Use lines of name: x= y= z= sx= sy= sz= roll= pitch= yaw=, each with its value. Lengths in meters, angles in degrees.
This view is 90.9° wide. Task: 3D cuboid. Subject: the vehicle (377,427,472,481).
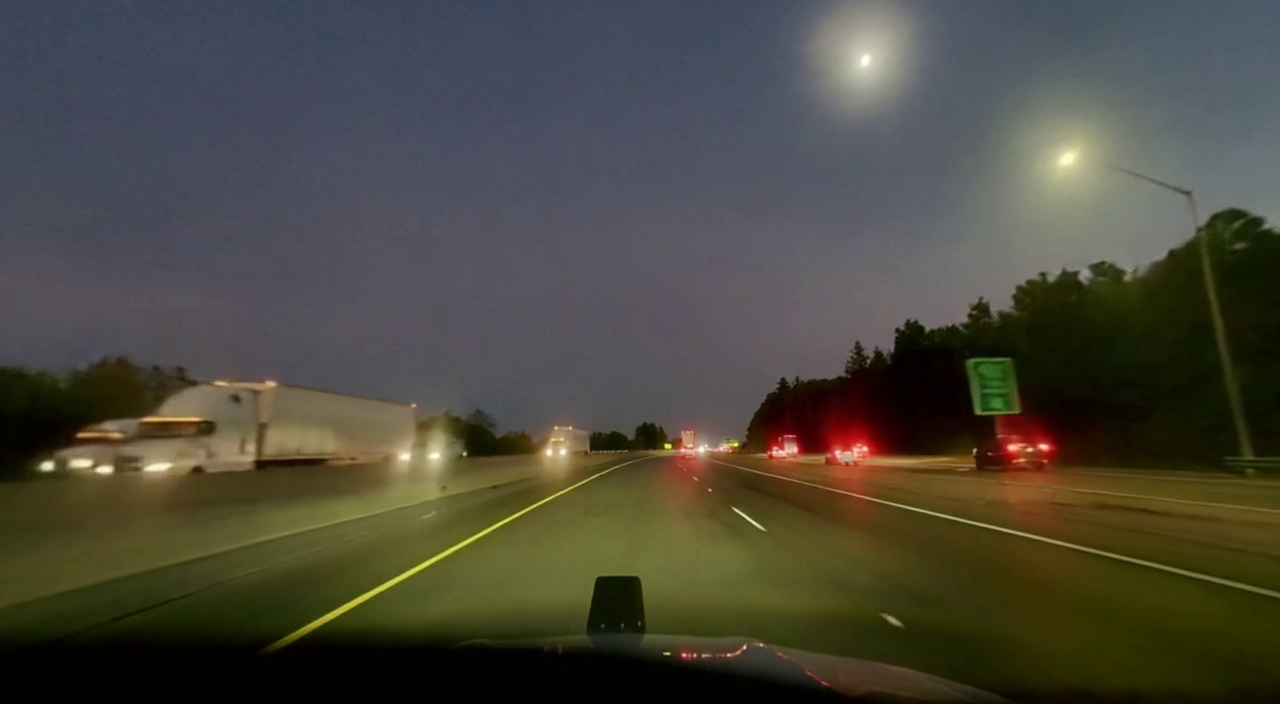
vehicle: x=-10.956 y=5.270 z=32.756 sx=2.432 sy=2.513 sz=6.181 roll=-1 pitch=-9 yaw=3

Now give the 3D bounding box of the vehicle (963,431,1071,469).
vehicle: x=18.770 y=4.922 z=31.628 sx=2.061 sy=1.776 sz=4.476 roll=2 pitch=-9 yaw=-11

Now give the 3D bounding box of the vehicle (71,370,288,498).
vehicle: x=-16.052 y=3.001 z=22.690 sx=3.020 sy=3.974 sz=5.799 roll=-1 pitch=-9 yaw=3
